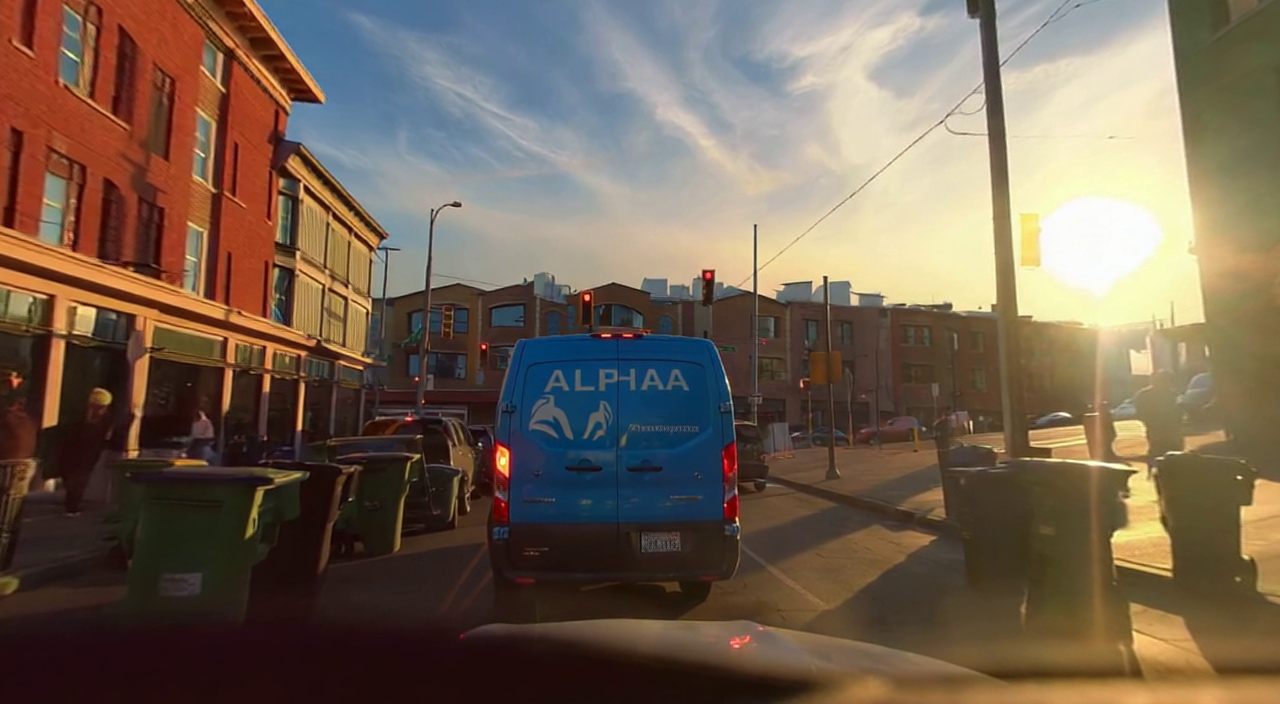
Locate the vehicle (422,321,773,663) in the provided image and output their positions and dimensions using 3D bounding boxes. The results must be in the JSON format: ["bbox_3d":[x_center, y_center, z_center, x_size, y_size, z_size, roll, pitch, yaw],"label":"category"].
[{"bbox_3d":[-0.342,1.051,5.746,1.951,1.907,4.266,0,-8,-3],"label":"vehicle"}]

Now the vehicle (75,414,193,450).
[{"bbox_3d":[-22.938,3.662,28.673,3.713,1.571,1.751,1,-8,-7],"label":"vehicle"}]

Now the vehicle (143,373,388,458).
[{"bbox_3d":[-15.110,2.685,26.157,8.088,3.213,2.801,1,-8,-11],"label":"vehicle"}]

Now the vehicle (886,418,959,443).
[{"bbox_3d":[16.002,4.456,35.723,3.381,1.391,1.529,1,-8,-9],"label":"vehicle"}]

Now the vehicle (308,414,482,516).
[{"bbox_3d":[-3.970,1.861,10.870,1.841,1.461,3.426,1,-8,-5],"label":"vehicle"}]
